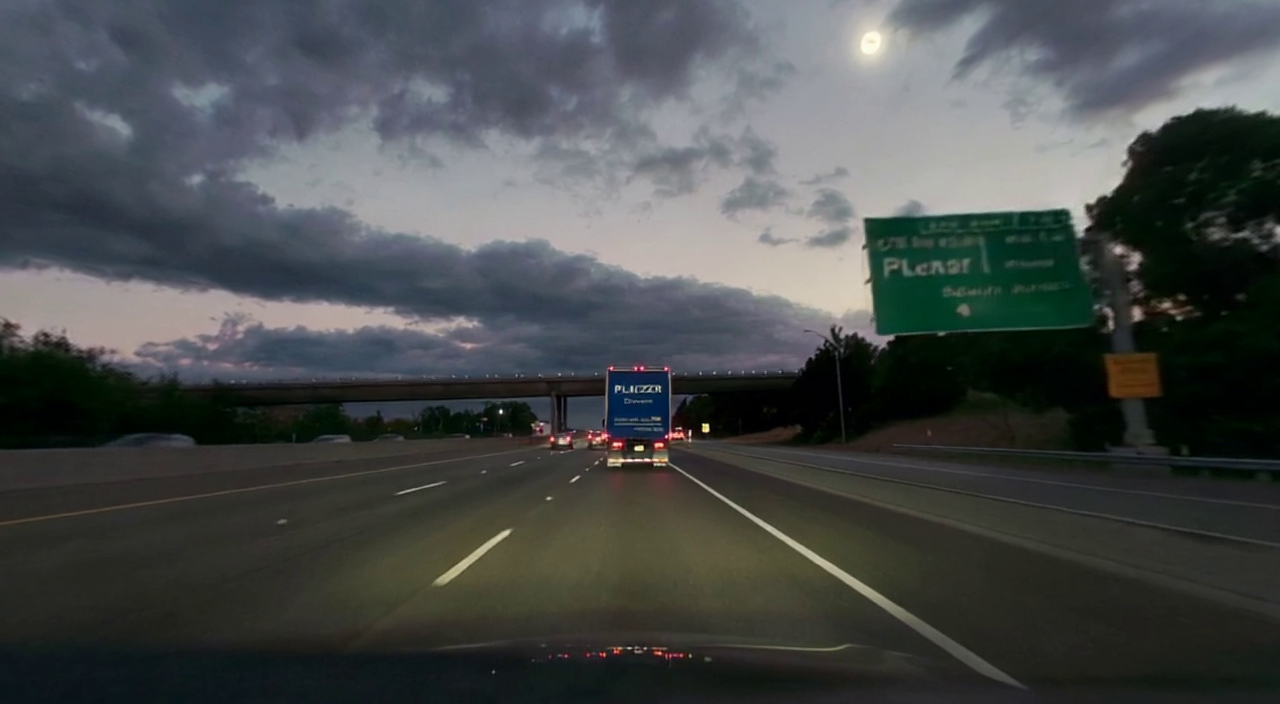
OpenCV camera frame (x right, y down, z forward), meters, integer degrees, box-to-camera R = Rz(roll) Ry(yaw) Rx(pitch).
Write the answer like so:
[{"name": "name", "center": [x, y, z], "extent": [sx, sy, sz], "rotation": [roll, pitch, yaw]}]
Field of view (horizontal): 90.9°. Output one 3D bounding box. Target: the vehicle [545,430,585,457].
[{"name": "vehicle", "center": [-4.970, 6.149, 42.366], "extent": [2.198, 1.712, 4.655], "rotation": [0, -8, -1]}]

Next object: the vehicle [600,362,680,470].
[{"name": "vehicle", "center": [-0.150, 3.156, 29.155], "extent": [2.926, 3.959, 11.818], "rotation": [0, -8, -1]}]
